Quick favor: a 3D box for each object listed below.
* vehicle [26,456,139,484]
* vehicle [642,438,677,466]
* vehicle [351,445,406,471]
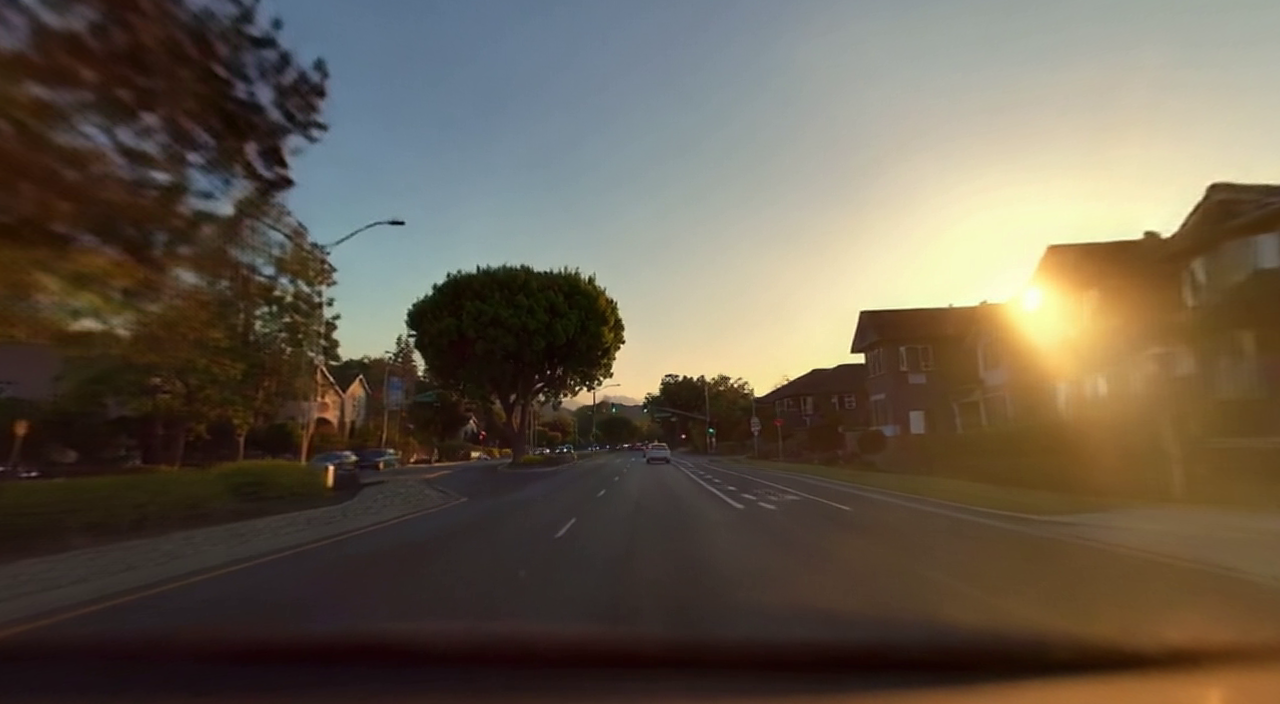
[{"bbox_3d":[-32.734,6.908,37.263,2.057,1.447,4.433,-4,-9,21],"label":"vehicle"},{"bbox_3d":[1.352,7.156,45.463,2.273,1.851,5.075,0,-9,-1],"label":"vehicle"},{"bbox_3d":[-19.102,7.782,46.431,1.963,1.782,4.520,0,-9,2],"label":"vehicle"}]
